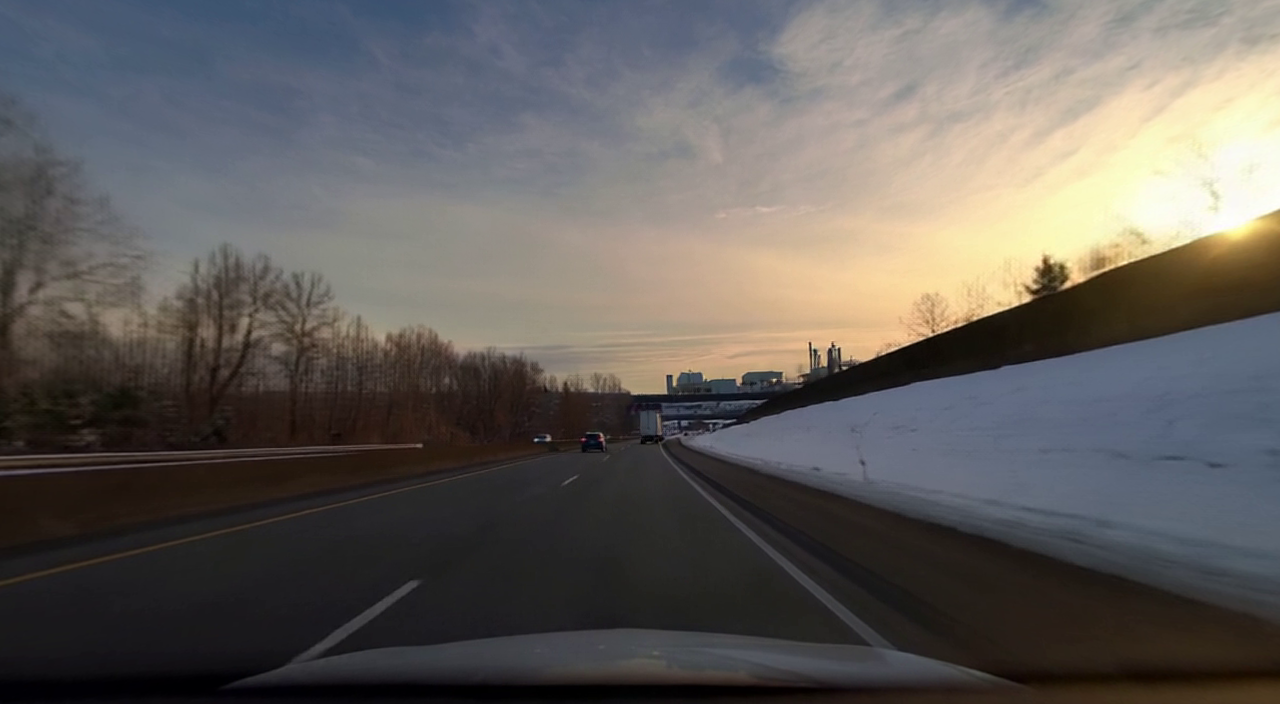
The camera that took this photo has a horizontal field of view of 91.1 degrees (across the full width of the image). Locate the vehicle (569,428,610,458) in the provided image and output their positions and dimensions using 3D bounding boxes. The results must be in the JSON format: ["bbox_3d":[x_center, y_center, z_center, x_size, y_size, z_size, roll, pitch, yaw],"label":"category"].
[{"bbox_3d":[-2.925,5.361,37.241,2.018,1.678,4.312,0,-8,1],"label":"vehicle"}]
